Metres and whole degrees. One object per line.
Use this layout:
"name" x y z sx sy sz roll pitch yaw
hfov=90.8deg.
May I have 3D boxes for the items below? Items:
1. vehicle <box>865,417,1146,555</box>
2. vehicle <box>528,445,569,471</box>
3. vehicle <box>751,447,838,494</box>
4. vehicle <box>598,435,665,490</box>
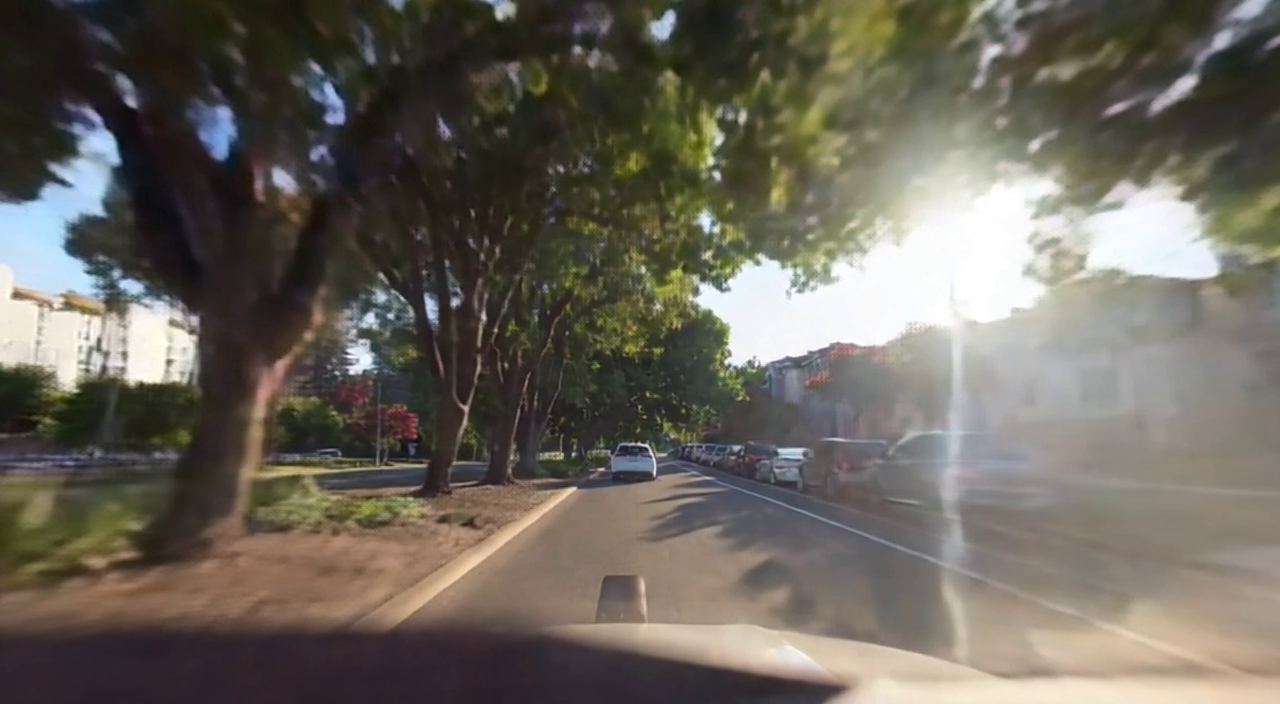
"vehicle" 5.846 2.193 11.022 2.139 1.872 4.585 0 -9 1
"vehicle" -5.473 6.394 38.394 2.105 1.474 4.808 0 -9 -4
"vehicle" 5.335 4.128 22.385 2.005 1.499 4.108 0 -9 0
"vehicle" -0.292 3.726 21.580 2.070 1.698 3.925 0 -9 -1
